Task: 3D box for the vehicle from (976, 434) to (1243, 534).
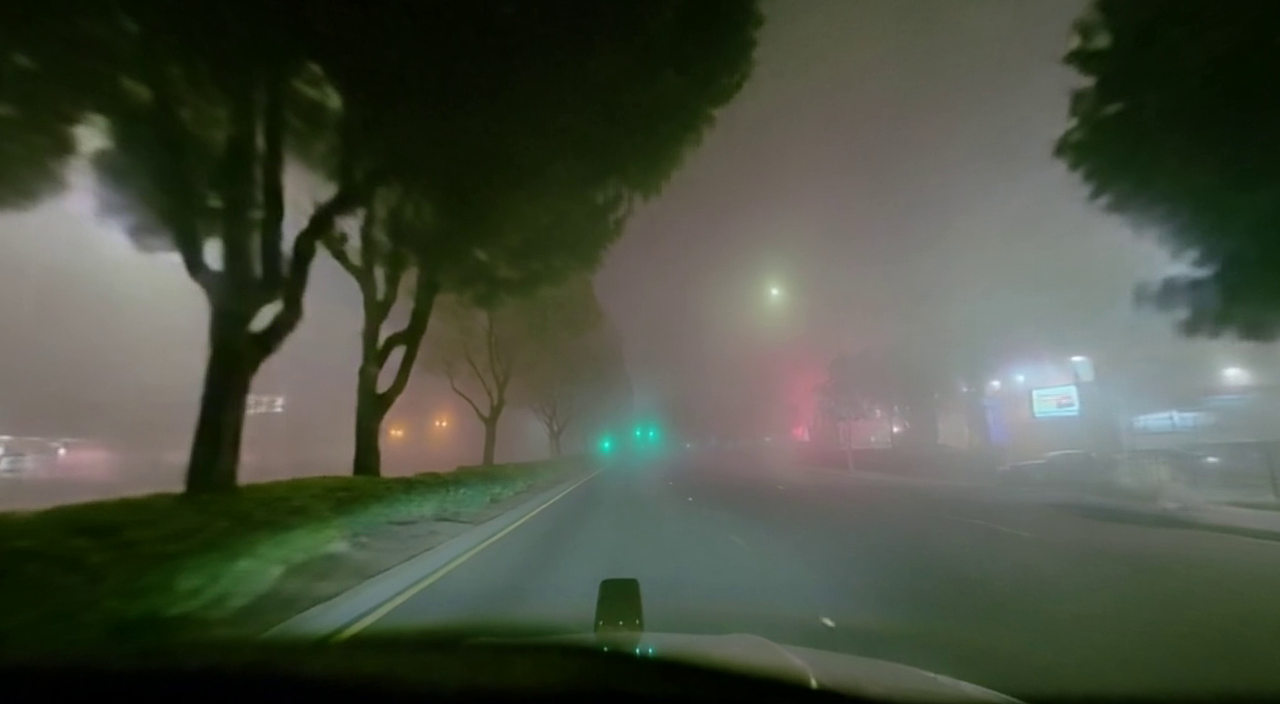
[{"bbox_3d":[9.659,2.718,13.672,2.159,1.767,4.617,0,-9,-1],"label":"vehicle"}]
